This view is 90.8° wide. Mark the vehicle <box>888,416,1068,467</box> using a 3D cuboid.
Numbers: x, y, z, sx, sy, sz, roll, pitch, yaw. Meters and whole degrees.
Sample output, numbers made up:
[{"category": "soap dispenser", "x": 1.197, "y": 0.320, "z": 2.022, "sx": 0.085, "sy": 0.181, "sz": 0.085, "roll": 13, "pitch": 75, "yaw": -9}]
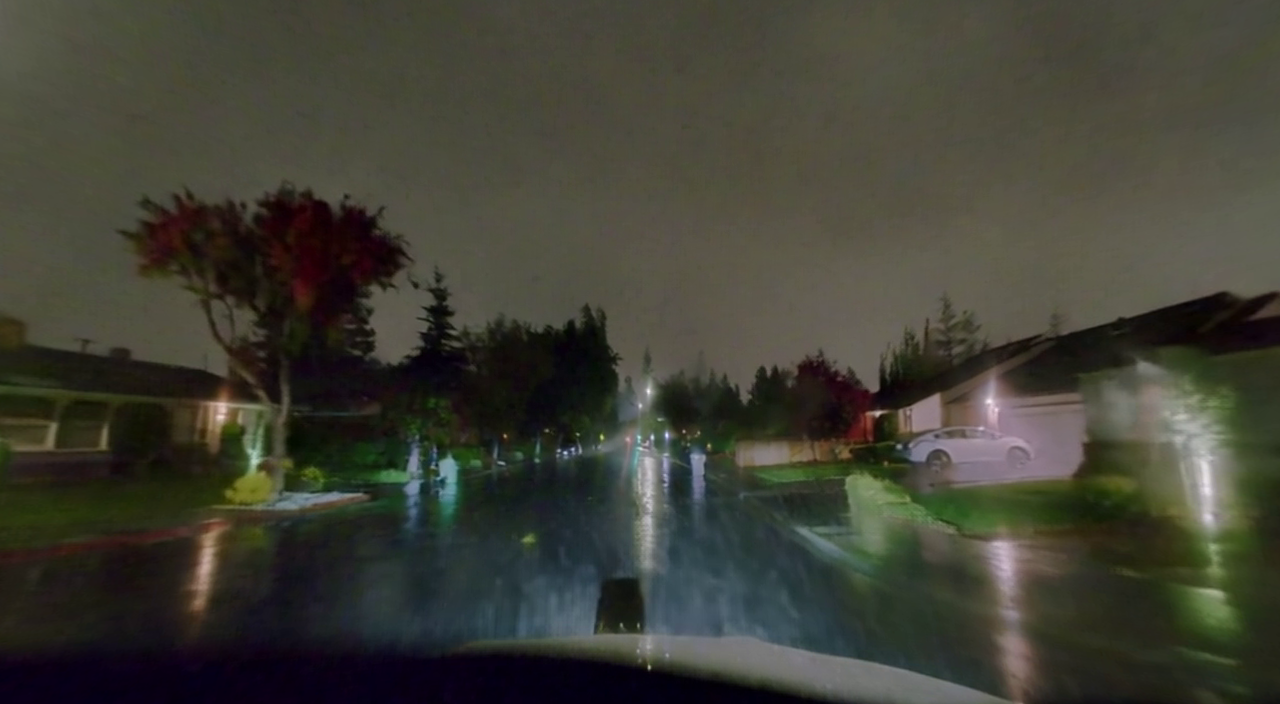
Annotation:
[{"category": "vehicle", "x": 11.240, "y": 3.025, "z": 21.311, "sx": 4.894, "sy": 1.616, "sz": 1.965, "roll": 0, "pitch": -8, "yaw": 2}]
